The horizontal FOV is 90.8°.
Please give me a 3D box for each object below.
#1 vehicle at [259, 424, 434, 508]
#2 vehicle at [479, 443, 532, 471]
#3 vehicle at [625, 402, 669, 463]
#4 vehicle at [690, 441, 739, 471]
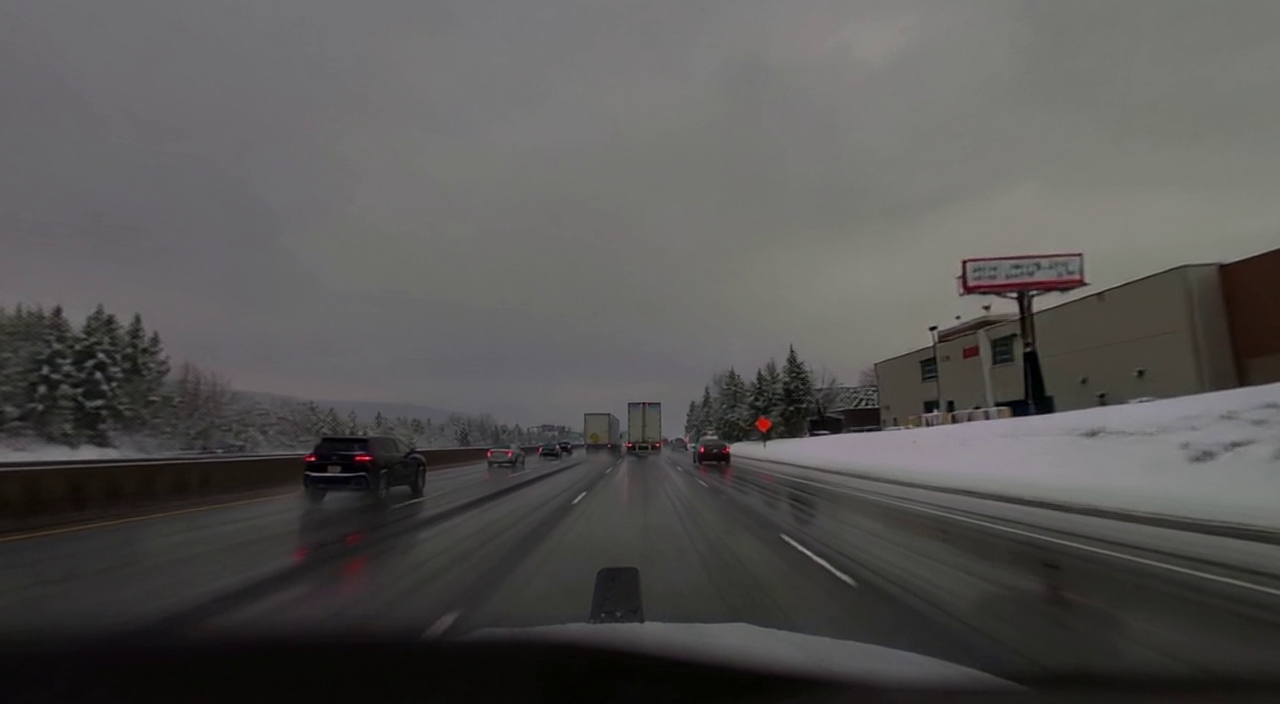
[{"bbox_3d":[-6.912,2.737,15.551,2.122,1.754,4.379,0,-9,1],"label":"vehicle"},{"bbox_3d":[-7.281,5.733,34.640,1.891,1.460,4.506,0,-9,1],"label":"vehicle"},{"bbox_3d":[0.386,6.246,47.983,2.969,4.104,10.906,0,-9,-1],"label":"vehicle"},{"bbox_3d":[3.834,5.477,33.310,2.006,1.452,4.246,0,-9,-1],"label":"vehicle"}]
